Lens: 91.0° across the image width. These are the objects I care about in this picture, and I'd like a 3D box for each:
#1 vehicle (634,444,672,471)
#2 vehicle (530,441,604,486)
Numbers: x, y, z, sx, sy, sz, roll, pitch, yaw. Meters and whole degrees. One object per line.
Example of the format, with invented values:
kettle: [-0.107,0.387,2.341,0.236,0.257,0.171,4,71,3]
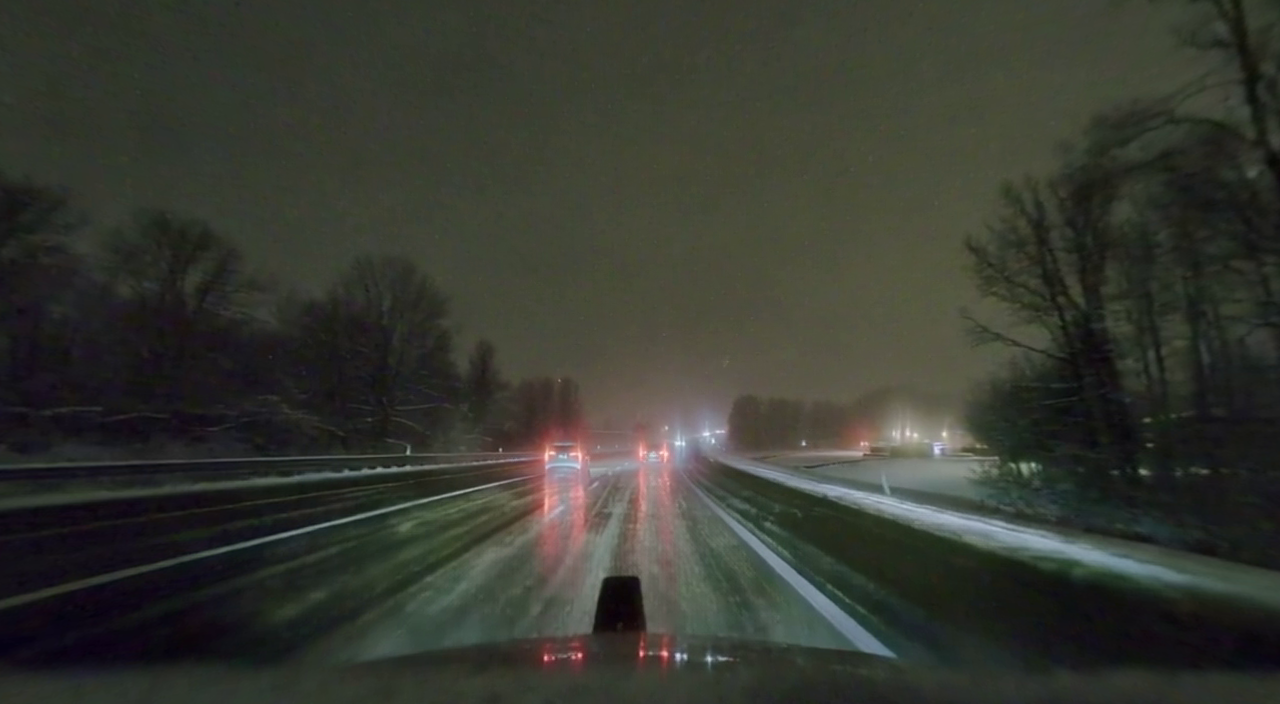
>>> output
vehicle: [0.775,6.269,37.614,2.129,1.502,4.321,0,-9,1]
vehicle: [-2.693,4.242,24.288,2.129,1.563,4.387,0,-9,2]
